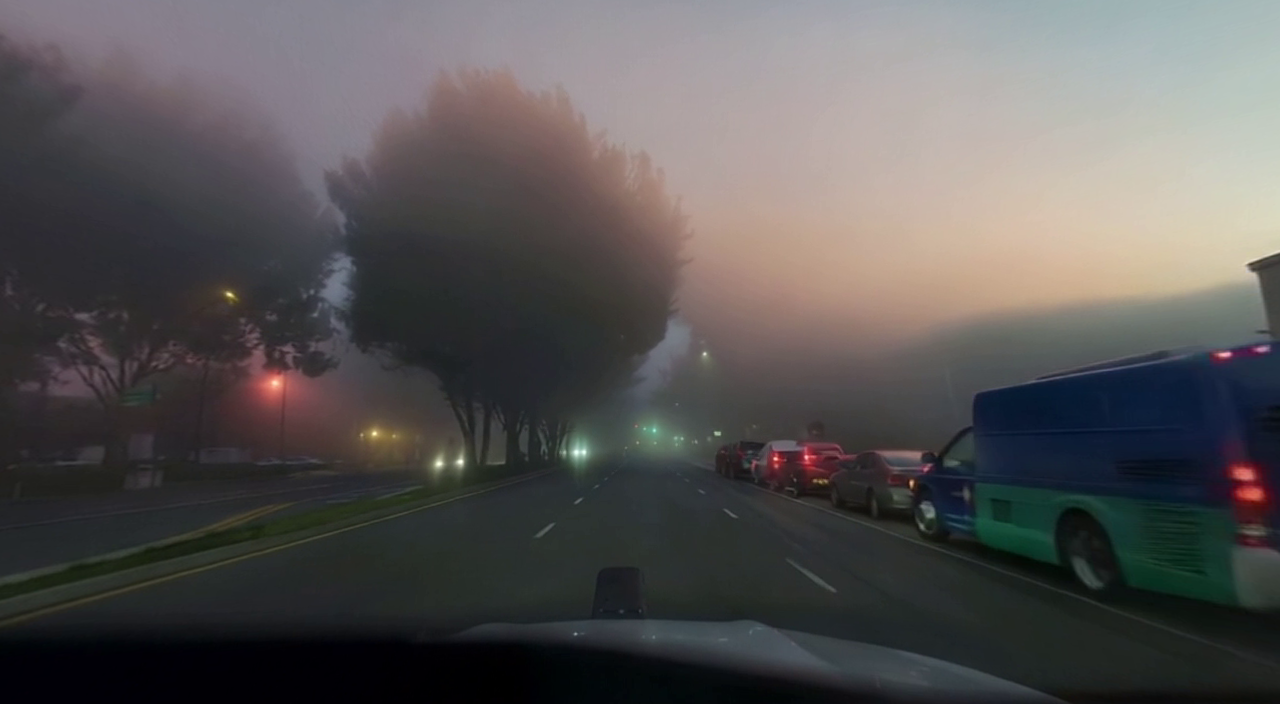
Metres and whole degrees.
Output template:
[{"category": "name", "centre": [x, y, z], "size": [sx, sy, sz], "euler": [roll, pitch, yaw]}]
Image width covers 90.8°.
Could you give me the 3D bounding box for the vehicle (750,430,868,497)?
[{"category": "vehicle", "centre": [4.655, 3.145, 18.245], "size": [2.028, 1.660, 4.705], "euler": [0, -8, -1]}]

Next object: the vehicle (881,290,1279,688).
[{"category": "vehicle", "centre": [4.646, 1.104, 5.927], "size": [2.351, 2.125, 6.230], "euler": [0, -8, 0]}]
